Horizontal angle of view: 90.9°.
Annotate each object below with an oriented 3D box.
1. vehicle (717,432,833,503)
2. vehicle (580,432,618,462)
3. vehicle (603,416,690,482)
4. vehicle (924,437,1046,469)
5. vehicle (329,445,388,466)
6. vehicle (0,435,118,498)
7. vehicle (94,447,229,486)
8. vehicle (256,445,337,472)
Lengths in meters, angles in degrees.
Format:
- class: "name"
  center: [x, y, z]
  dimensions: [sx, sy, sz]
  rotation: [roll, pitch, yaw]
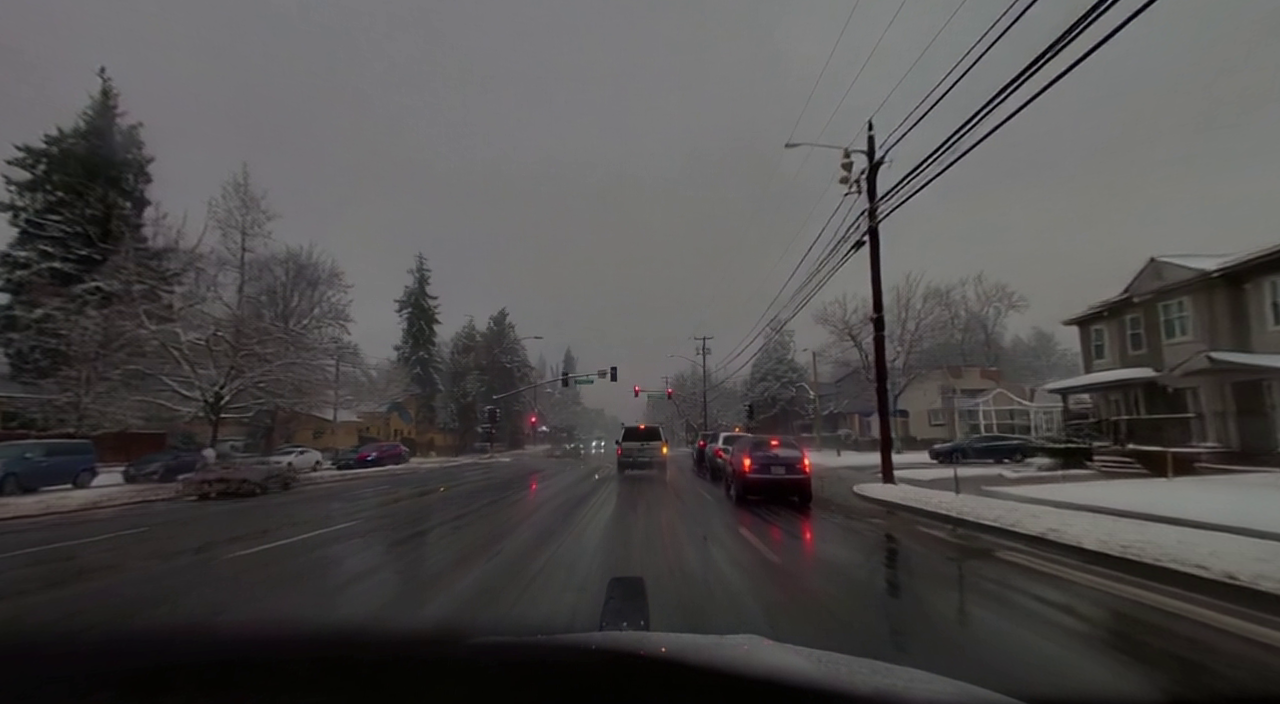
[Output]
- class: "vehicle"
  center: [3.149, 2.790, 15.586]
  dimensions: [2.002, 1.511, 4.124]
  rotation: [0, -9, 1]
- class: "vehicle"
  center: [-2.635, 6.216, 41.204]
  dimensions: [1.999, 1.864, 4.279]
  rotation: [0, -9, 3]
- class: "vehicle"
  center: [0.212, 3.483, 22.760]
  dimensions: [2.769, 2.087, 5.130]
  rotation: [0, -9, 0]
- class: "vehicle"
  center: [16.547, 4.863, 30.420]
  dimensions: [4.671, 1.495, 1.900]
  rotation: [-1, -9, 4]
- class: "vehicle"
  center: [-19.703, 7.253, 44.320]
  dimensions: [1.830, 1.436, 4.771]
  rotation: [0, -9, 2]
- class: "vehicle"
  center: [-20.124, 3.708, 20.672]
  dimensions: [2.046, 1.874, 4.448]
  rotation: [0, -9, 2]
- class: "vehicle"
  center: [-19.838, 4.725, 26.464]
  dimensions: [1.866, 1.471, 4.770]
  rotation: [0, -9, 1]
- class: "vehicle"
  center: [-19.751, 6.143, 36.524]
  dimensions: [1.891, 1.460, 4.681]
  rotation: [0, -9, 2]
